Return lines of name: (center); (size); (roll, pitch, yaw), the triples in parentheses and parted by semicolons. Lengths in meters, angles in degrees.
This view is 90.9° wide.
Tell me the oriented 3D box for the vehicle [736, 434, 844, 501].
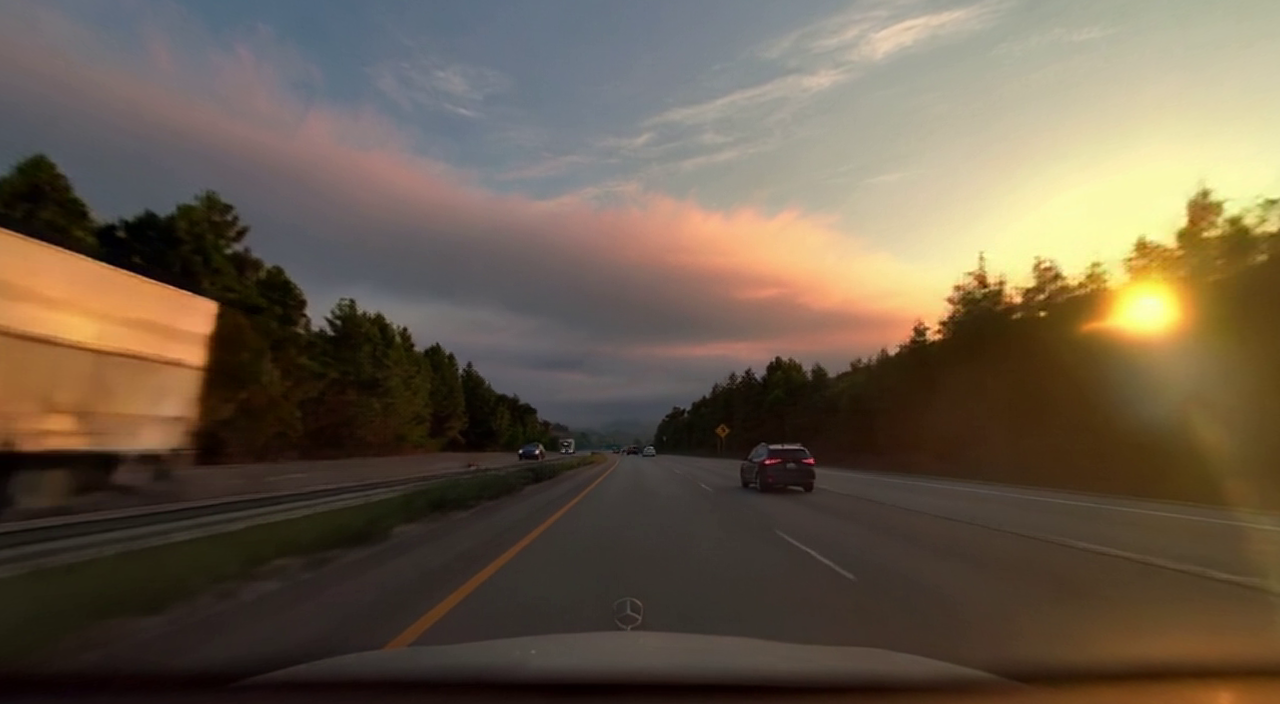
vehicle: (4.127, 3.240, 18.113); (1.933, 1.663, 4.440); (0, -9, -1)
